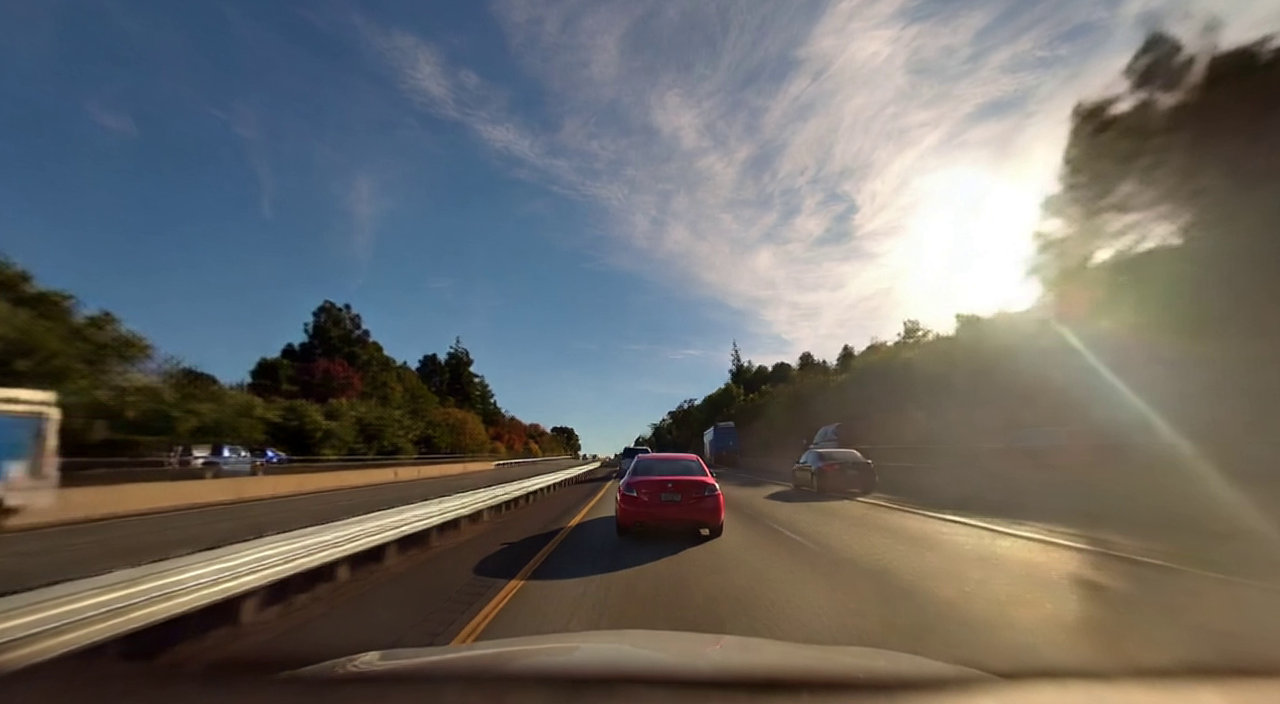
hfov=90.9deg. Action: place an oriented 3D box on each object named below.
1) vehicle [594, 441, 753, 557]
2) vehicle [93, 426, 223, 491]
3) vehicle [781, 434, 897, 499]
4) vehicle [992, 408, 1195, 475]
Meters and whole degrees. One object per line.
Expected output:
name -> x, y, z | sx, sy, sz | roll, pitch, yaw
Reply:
vehicle -> 0.430, 2.223, 10.188 | 2.076, 1.485, 3.774 | 0, -9, 0
vehicle -> -33.566, 7.402, 44.423 | 2.902, 3.981, 7.819 | -3, -8, 0
vehicle -> 6.265, 3.667, 20.511 | 2.177, 1.827, 4.565 | 0, -9, -1
vehicle -> 31.486, 6.532, 45.269 | 2.822, 3.996, 14.073 | 1, -9, -7
